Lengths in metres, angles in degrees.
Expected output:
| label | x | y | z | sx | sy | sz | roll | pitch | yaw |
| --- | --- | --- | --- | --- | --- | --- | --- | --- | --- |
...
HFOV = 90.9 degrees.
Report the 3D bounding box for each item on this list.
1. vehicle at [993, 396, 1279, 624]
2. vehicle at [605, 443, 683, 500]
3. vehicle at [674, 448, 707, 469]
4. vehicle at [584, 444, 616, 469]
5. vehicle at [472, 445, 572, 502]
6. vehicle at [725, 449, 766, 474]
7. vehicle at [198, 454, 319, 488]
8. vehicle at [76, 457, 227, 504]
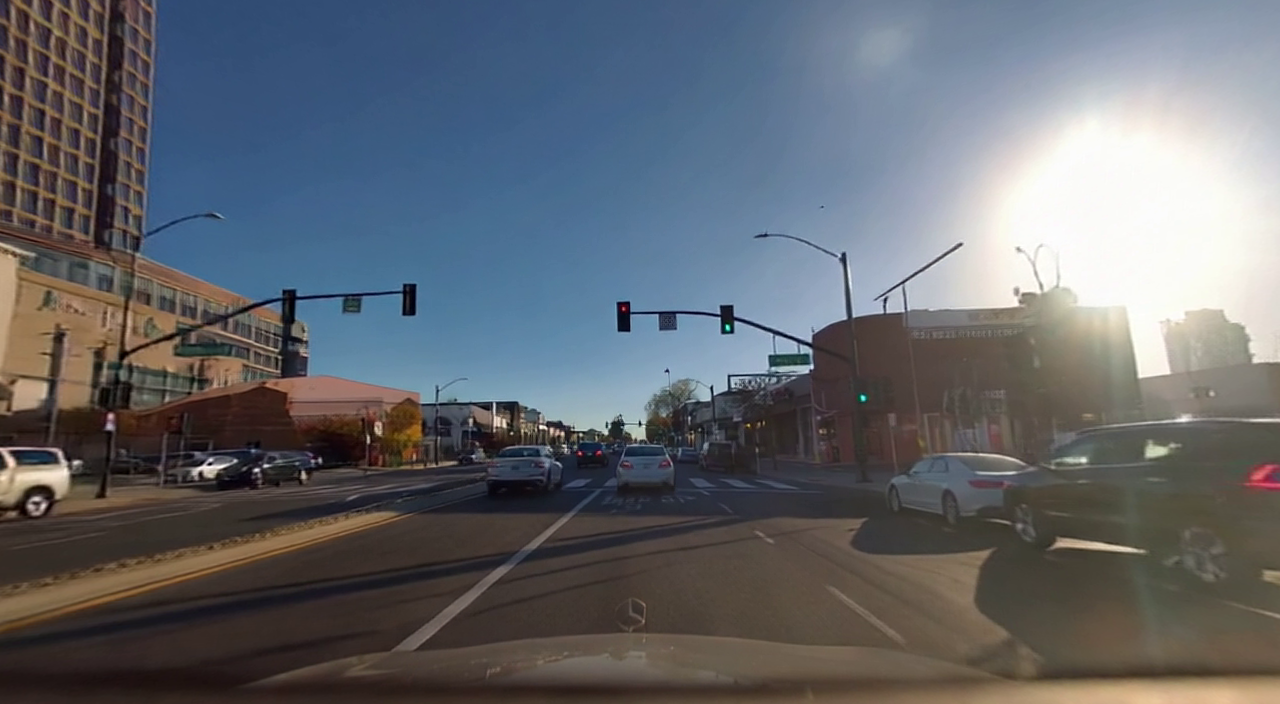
| label | x | y | z | sx | sy | sz | roll | pitch | yaw |
| --- | --- | --- | --- | --- | --- | --- | --- | --- | --- |
| vehicle | 6.488 | 1.552 | 6.851 | 2.289 | 1.867 | 5.322 | 0 | -8 | 1 |
| vehicle | 0.117 | 3.449 | 18.654 | 2.037 | 1.484 | 4.073 | 0 | -8 | 0 |
| vehicle | 3.672 | 7.862 | 46.685 | 2.047 | 1.463 | 4.514 | 0 | -8 | 0 |
| vehicle | -2.894 | 7.635 | 46.138 | 2.007 | 1.736 | 4.185 | 0 | -8 | 1 |
| vehicle | -3.289 | 3.454 | 18.433 | 1.950 | 1.450 | 4.257 | 0 | -8 | 2 |
| vehicle | 6.876 | 7.163 | 41.497 | 1.944 | 1.462 | 4.406 | 0 | -8 | 0 |
| vehicle | -18.873 | 5.847 | 31.248 | 5.163 | 1.510 | 2.174 | -3 | -9 | 17 |
| vehicle | -17.237 | 4.518 | 22.599 | 1.774 | 1.436 | 4.473 | 0 | -8 | 1 |
